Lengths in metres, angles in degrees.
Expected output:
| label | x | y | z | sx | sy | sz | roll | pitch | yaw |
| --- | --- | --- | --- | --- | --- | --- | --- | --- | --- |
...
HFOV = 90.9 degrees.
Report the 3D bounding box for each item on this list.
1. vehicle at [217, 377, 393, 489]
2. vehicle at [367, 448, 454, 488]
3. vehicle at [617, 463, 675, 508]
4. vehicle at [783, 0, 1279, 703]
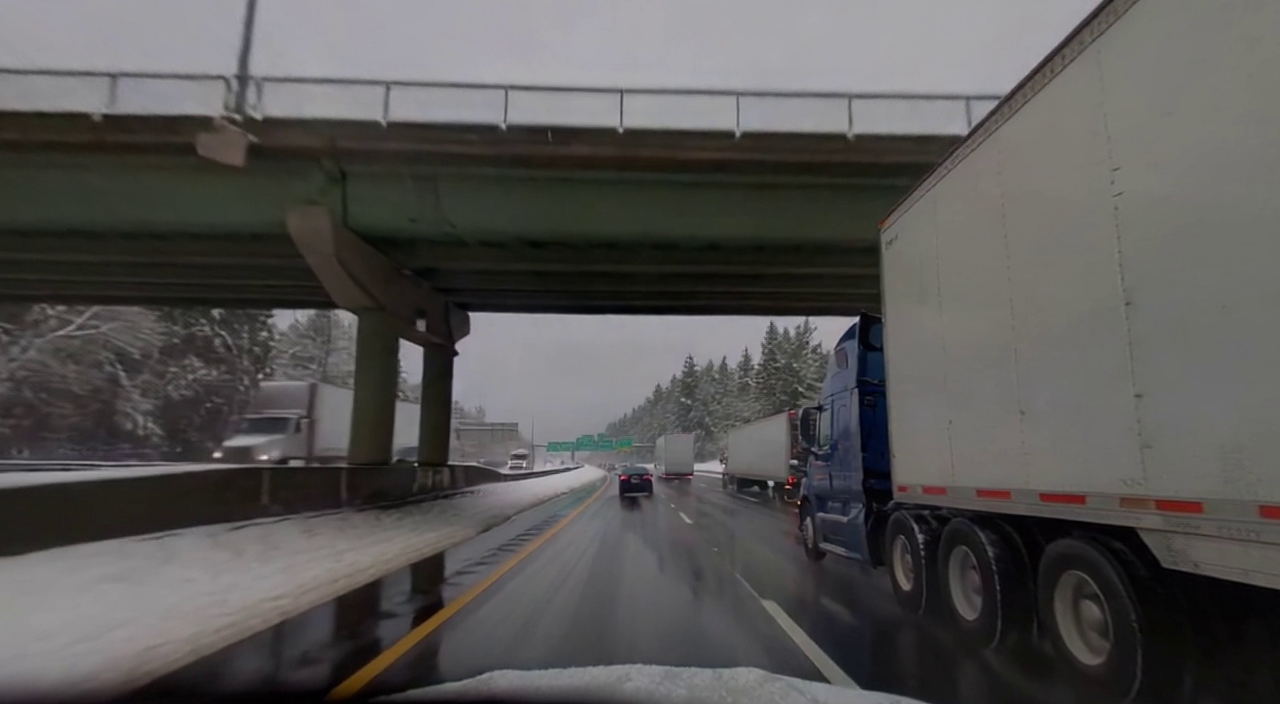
| label | x | y | z | sx | sy | sz | roll | pitch | yaw |
| --- | --- | --- | --- | --- | --- | --- | --- | --- | --- |
| vehicle | -13.381 | 3.536 | 26.202 | 3.010 | 3.930 | 7.428 | 1 | -10 | 0 |
| vehicle | -9.310 | 4.789 | 26.017 | 1.911 | 1.455 | 4.516 | 1 | -11 | 0 |
| vehicle | 0.219 | 5.150 | 24.478 | 2.067 | 1.552 | 3.601 | 1 | -11 | 0 |
| vehicle | 3.698 | -0.218 | 2.239 | 2.831 | 4.150 | 14.519 | 1 | -11 | -1 |
